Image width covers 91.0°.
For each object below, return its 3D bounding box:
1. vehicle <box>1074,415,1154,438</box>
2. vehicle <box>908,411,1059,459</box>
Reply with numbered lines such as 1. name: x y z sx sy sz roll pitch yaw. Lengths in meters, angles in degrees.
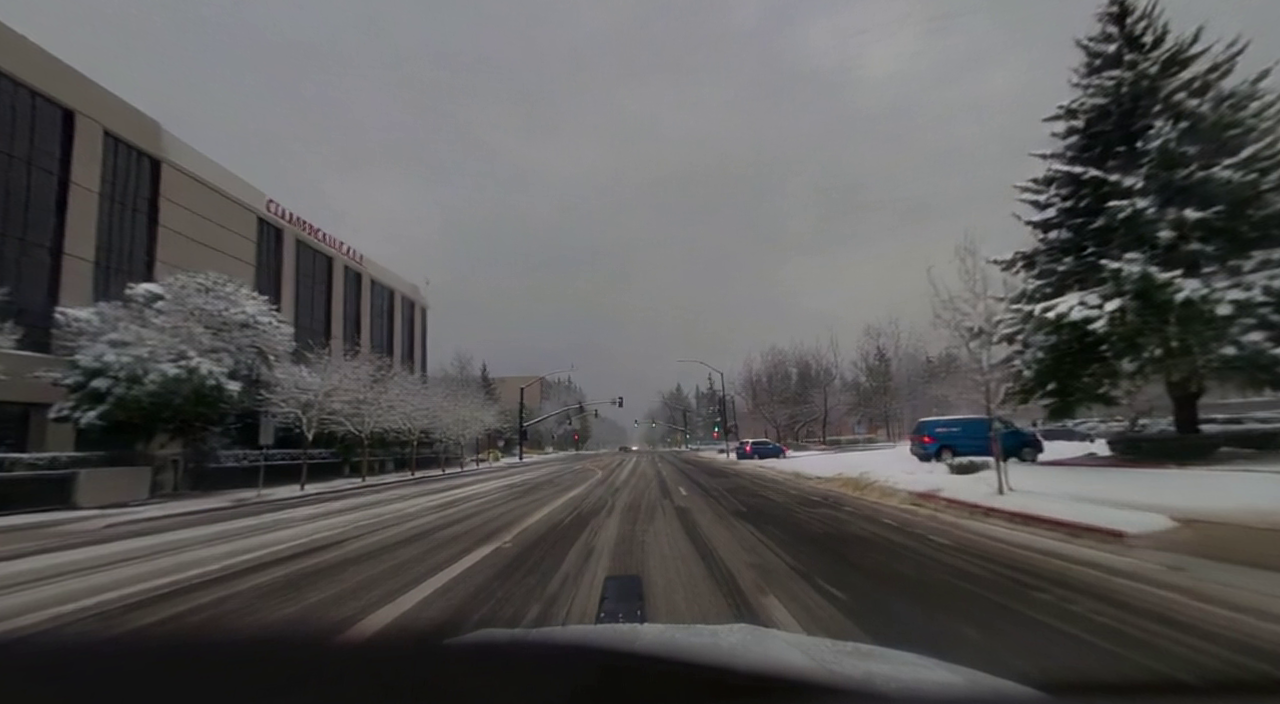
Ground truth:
1. vehicle: 36.270 5.766 48.298 1.947 1.592 4.418 4 -9 -24
2. vehicle: 15.867 3.879 29.376 5.546 2.117 2.443 0 -9 0
